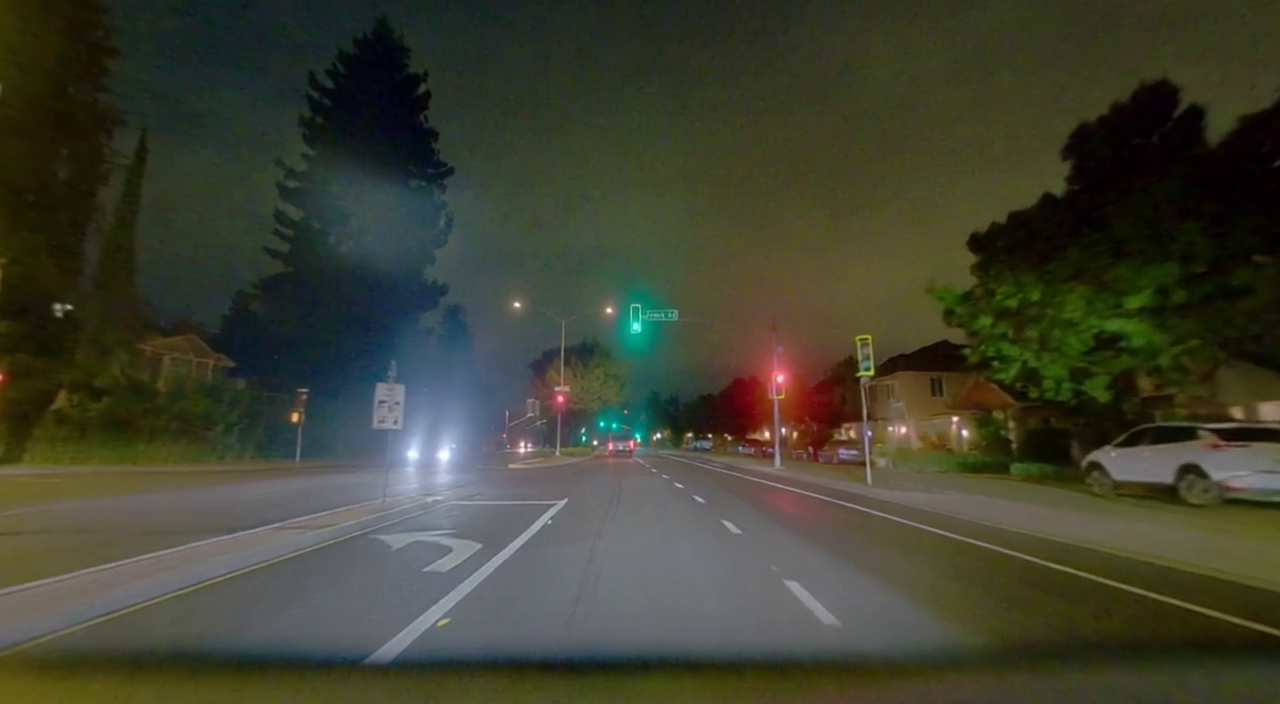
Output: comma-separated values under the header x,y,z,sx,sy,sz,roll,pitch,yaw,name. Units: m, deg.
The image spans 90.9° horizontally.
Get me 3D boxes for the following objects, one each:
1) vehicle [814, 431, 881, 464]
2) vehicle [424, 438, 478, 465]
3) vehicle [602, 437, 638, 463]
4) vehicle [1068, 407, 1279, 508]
x,y,z,sx,sy,sz,roll,pitch,yaw,name
11.331,5.263,34.783,2.018,1.665,4.576,0,-8,-2,vehicle
-11.318,5.973,38.118,1.995,1.485,4.560,0,-8,-2,vehicle
-1.214,5.950,38.524,2.113,1.462,4.203,0,-8,-2,vehicle
11.791,2.188,13.451,2.053,1.759,4.494,0,-8,-1,vehicle
